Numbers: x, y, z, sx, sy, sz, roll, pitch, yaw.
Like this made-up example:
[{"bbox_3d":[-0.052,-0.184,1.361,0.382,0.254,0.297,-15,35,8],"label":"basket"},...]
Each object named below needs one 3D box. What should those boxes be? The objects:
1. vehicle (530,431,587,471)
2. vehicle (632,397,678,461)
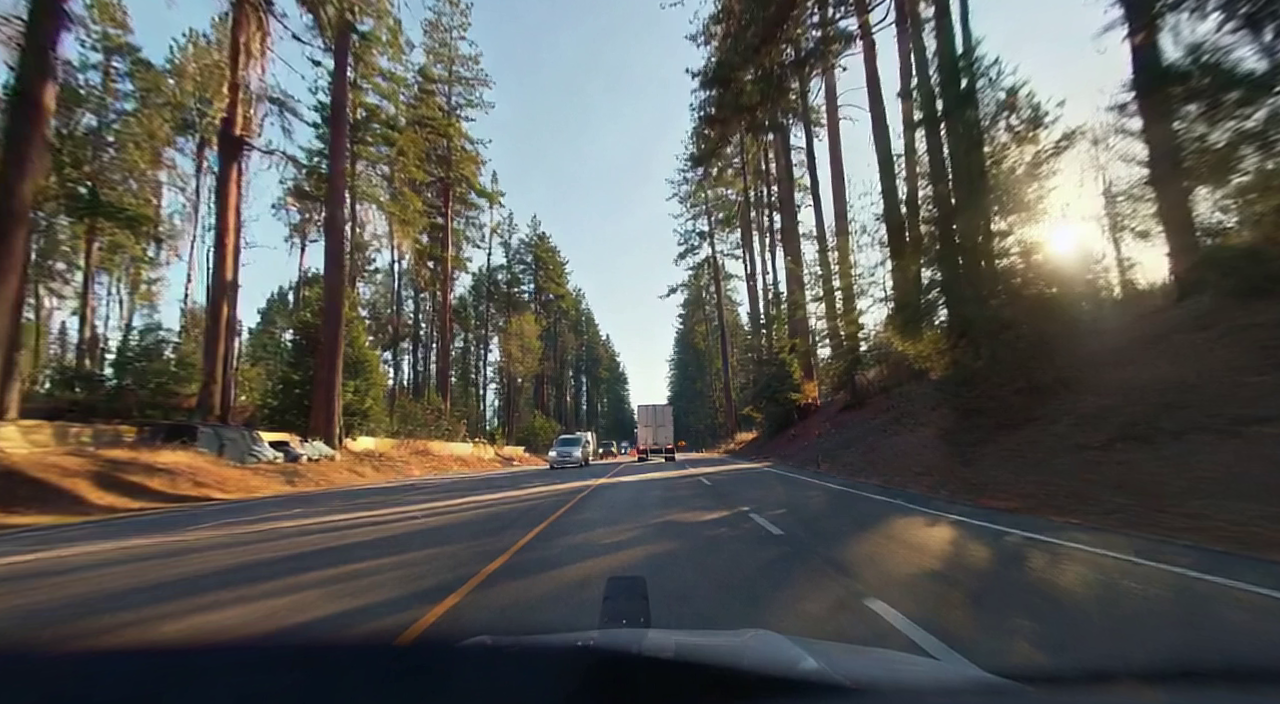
[{"bbox_3d":[-4.572,5.718,36.575,2.303,2.069,6.364,0,-8,2],"label":"vehicle"},{"bbox_3d":[0.884,5.716,45.719,2.935,4.068,11.036,0,-8,-1],"label":"vehicle"}]
